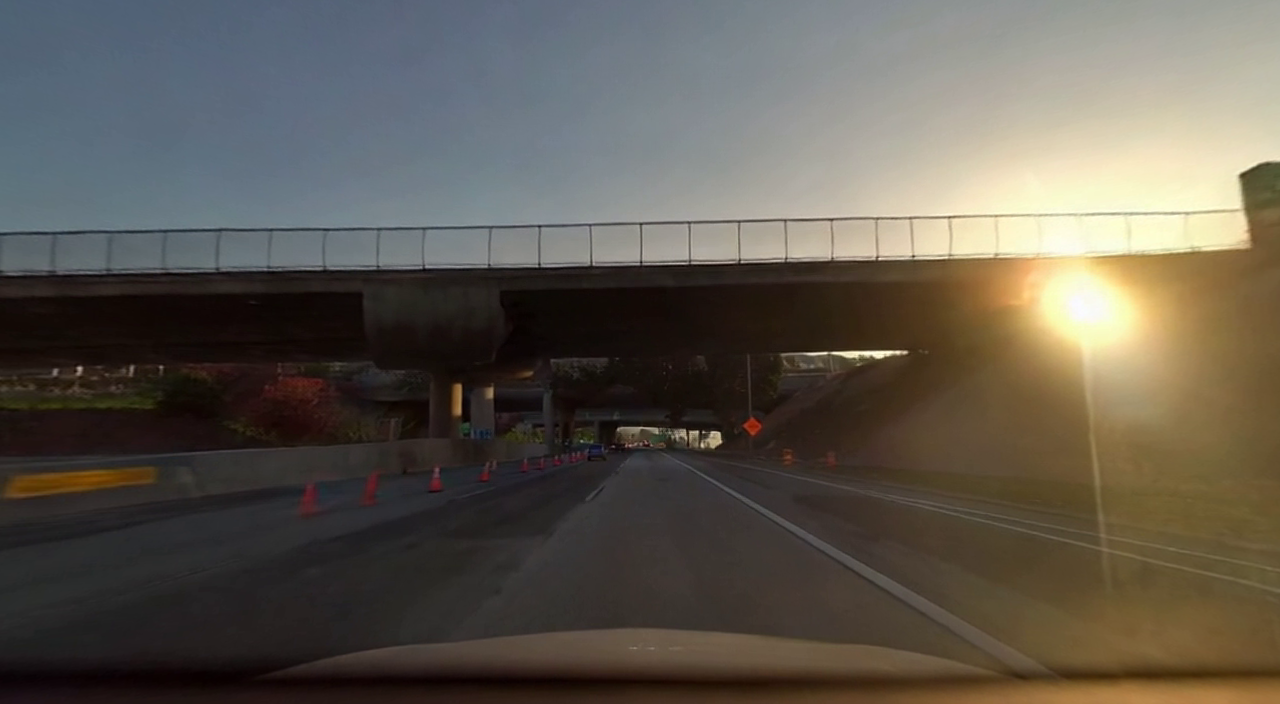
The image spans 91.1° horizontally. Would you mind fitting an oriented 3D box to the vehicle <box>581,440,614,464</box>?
[{"bbox_3d":[-3.036,7.224,45.331,2.078,1.629,4.059,-1,-9,1],"label":"vehicle"}]
